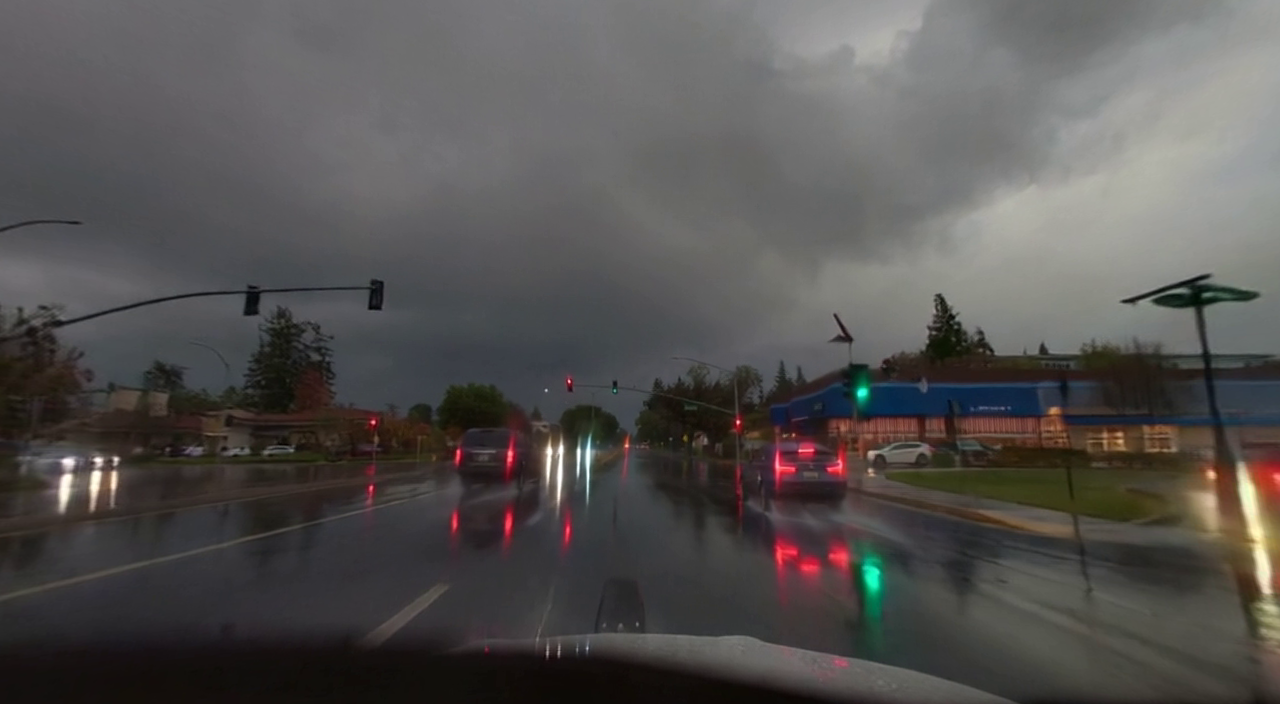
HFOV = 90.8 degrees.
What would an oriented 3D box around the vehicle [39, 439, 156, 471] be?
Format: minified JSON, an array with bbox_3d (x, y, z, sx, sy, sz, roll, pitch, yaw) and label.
[{"bbox_3d":[-36.521,6.934,42.636,5.569,2.088,2.426,0,-8,0],"label":"vehicle"}]

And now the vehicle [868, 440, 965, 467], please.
[{"bbox_3d":[19.996,7.376,45.898,5.886,1.798,2.407,-1,-9,0],"label":"vehicle"}]

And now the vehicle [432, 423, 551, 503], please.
[{"bbox_3d":[-3.702,2.871,16.697,1.997,1.806,4.500,0,-8,1],"label":"vehicle"}]

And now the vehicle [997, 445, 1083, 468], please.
[{"bbox_3d":[28.739,7.492,45.464,4.874,1.625,1.930,0,-8,0],"label":"vehicle"}]

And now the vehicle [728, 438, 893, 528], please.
[{"bbox_3d":[3.238,2.577,13.164,1.975,1.502,4.787,0,-8,-2],"label":"vehicle"}]
